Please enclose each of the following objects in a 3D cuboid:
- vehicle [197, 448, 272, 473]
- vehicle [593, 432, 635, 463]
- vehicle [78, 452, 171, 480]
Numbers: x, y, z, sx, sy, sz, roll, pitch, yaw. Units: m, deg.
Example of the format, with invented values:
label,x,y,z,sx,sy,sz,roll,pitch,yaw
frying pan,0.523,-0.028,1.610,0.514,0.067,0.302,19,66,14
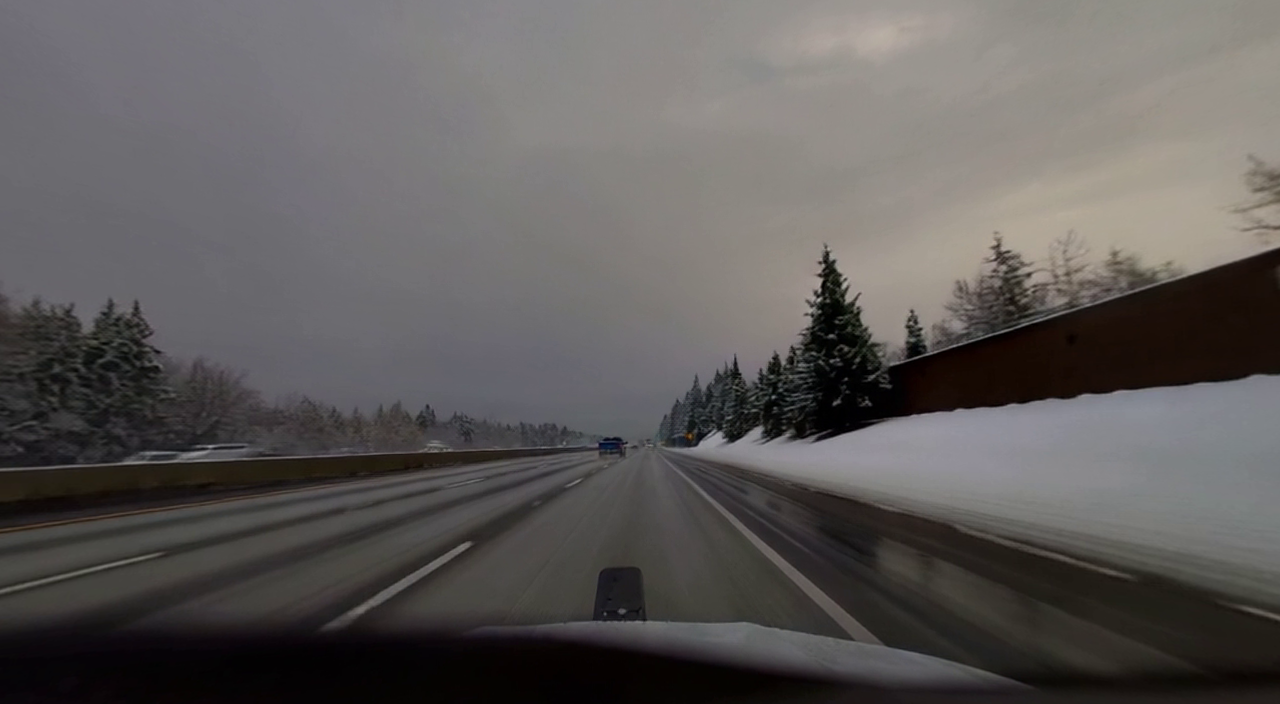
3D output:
label,x,y,z,sx,sy,sz,roll,pitch,yaw
vehicle,-25.568,6.830,39.919,1.839,1.458,4.174,0,-8,1
vehicle,-1.826,7.079,46.881,2.604,2.170,6.271,0,-8,2
vehicle,-29.558,6.508,36.311,1.781,1.432,4.227,0,-8,0
